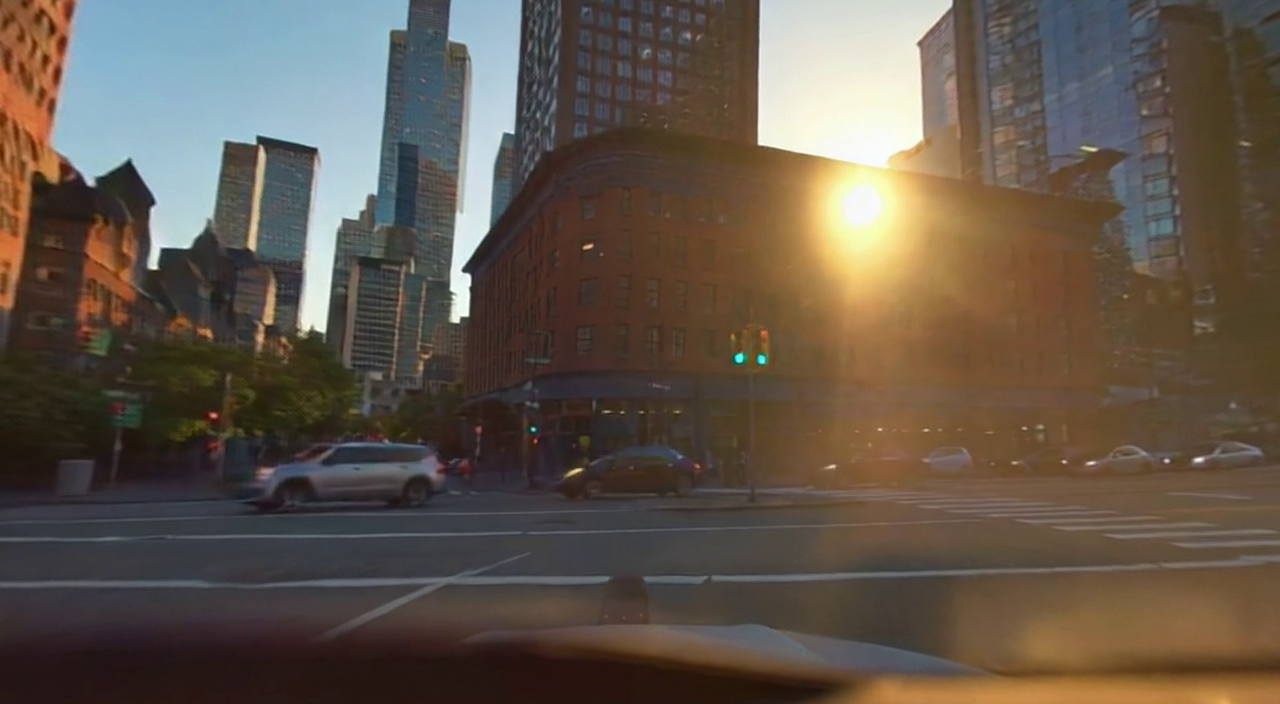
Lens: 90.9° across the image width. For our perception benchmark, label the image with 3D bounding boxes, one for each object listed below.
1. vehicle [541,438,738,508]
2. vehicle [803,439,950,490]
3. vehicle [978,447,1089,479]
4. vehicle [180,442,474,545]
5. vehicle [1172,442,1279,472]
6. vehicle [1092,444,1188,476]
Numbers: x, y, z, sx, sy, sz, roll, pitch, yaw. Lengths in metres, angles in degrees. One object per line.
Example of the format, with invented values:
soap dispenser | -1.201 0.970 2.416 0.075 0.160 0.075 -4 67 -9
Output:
vehicle | -0.038 3.083 16.493 4.749 1.624 1.926 3 -9 -19
vehicle | 8.042 3.831 21.658 4.291 1.606 1.859 1 -9 -8
vehicle | 19.638 5.541 31.571 4.418 1.556 1.814 1 -10 -7
vehicle | -5.293 2.380 11.371 1.818 1.439 4.371 -5 -10 30
vehicle | 30.563 5.423 32.705 4.494 1.481 1.783 1 -9 -6
vehicle | 25.667 5.543 32.420 3.522 1.546 1.721 1 -9 -6
